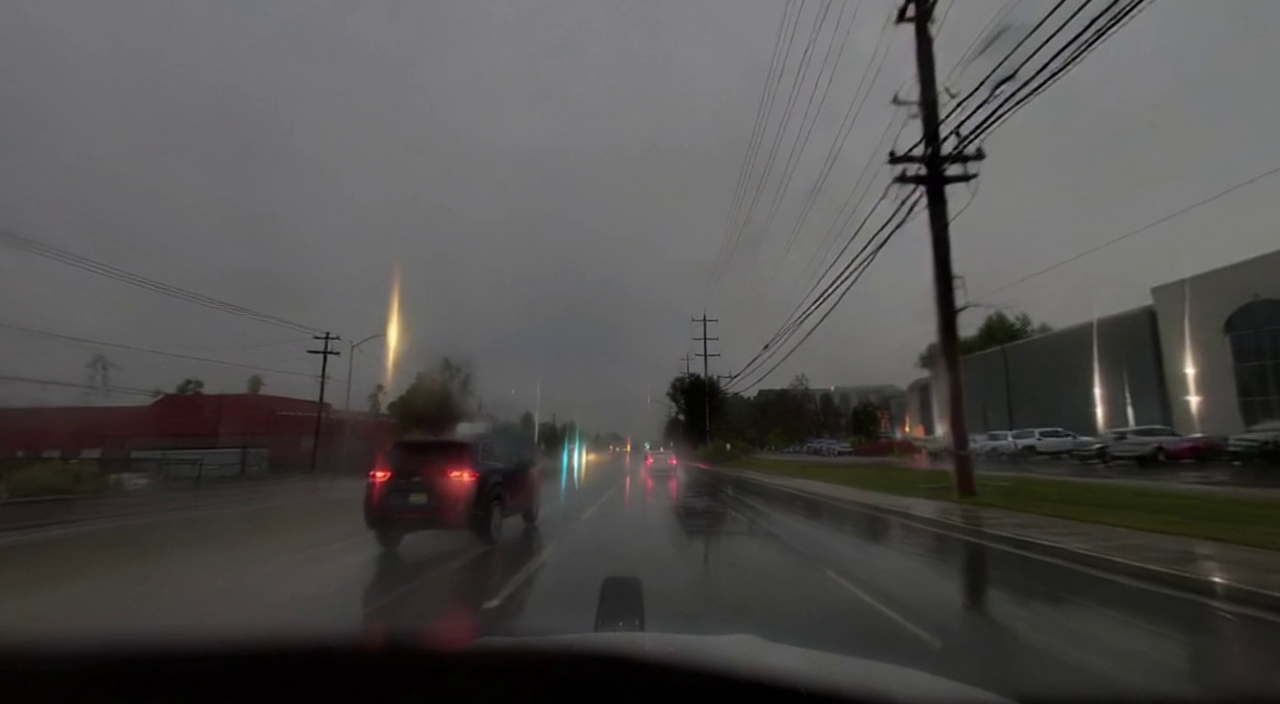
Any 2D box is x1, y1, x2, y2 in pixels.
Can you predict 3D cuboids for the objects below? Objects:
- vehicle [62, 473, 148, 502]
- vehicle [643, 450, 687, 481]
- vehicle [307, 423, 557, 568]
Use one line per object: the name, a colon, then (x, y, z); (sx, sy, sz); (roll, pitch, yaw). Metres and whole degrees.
vehicle: (-38.332, 9.708, 45.133); (4.458, 1.674, 2.034); (-2, -5, 2)
vehicle: (1.247, 5.925, 33.094); (2.114, 1.492, 4.453); (0, -9, 1)
vehicle: (-2.795, 2.073, 9.906); (2.169, 1.679, 4.723); (0, -9, 2)
